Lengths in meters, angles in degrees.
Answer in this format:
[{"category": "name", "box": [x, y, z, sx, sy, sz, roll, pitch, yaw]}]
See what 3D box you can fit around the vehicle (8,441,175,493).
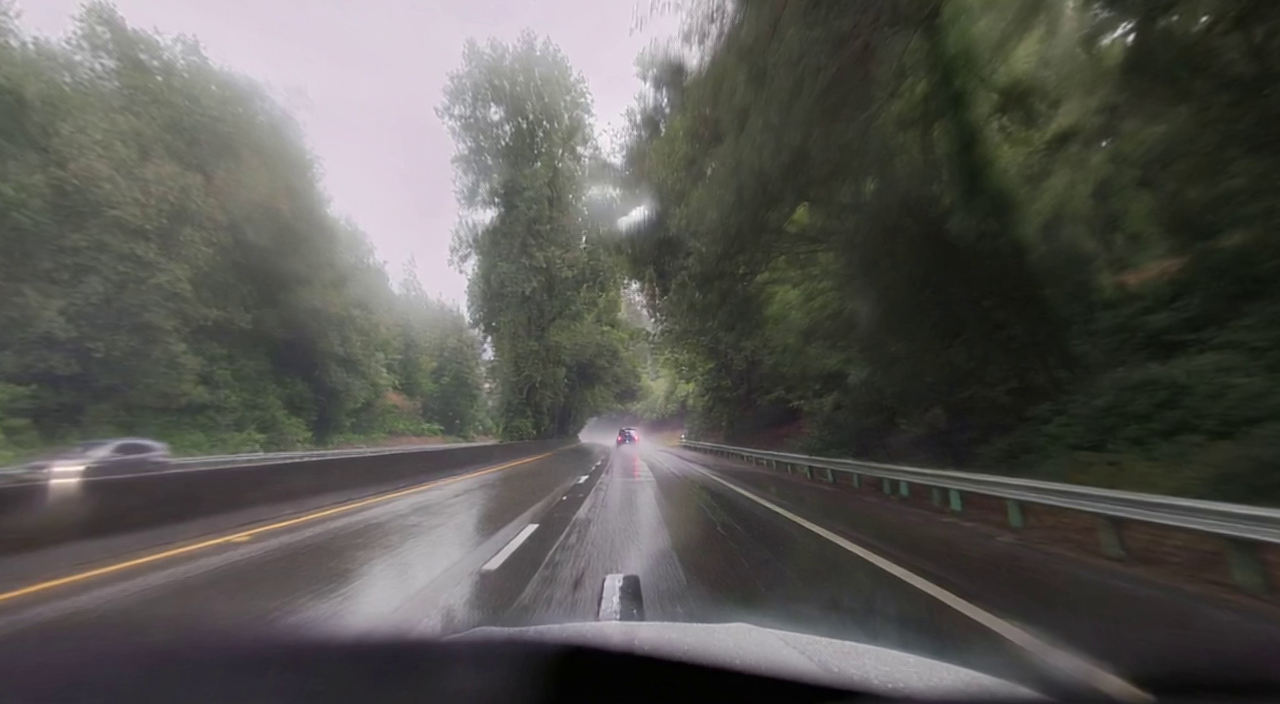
[{"category": "vehicle", "box": [-17.244, 3.585, 20.139, 1.776, 1.417, 4.018, 0, -8, -1]}]
